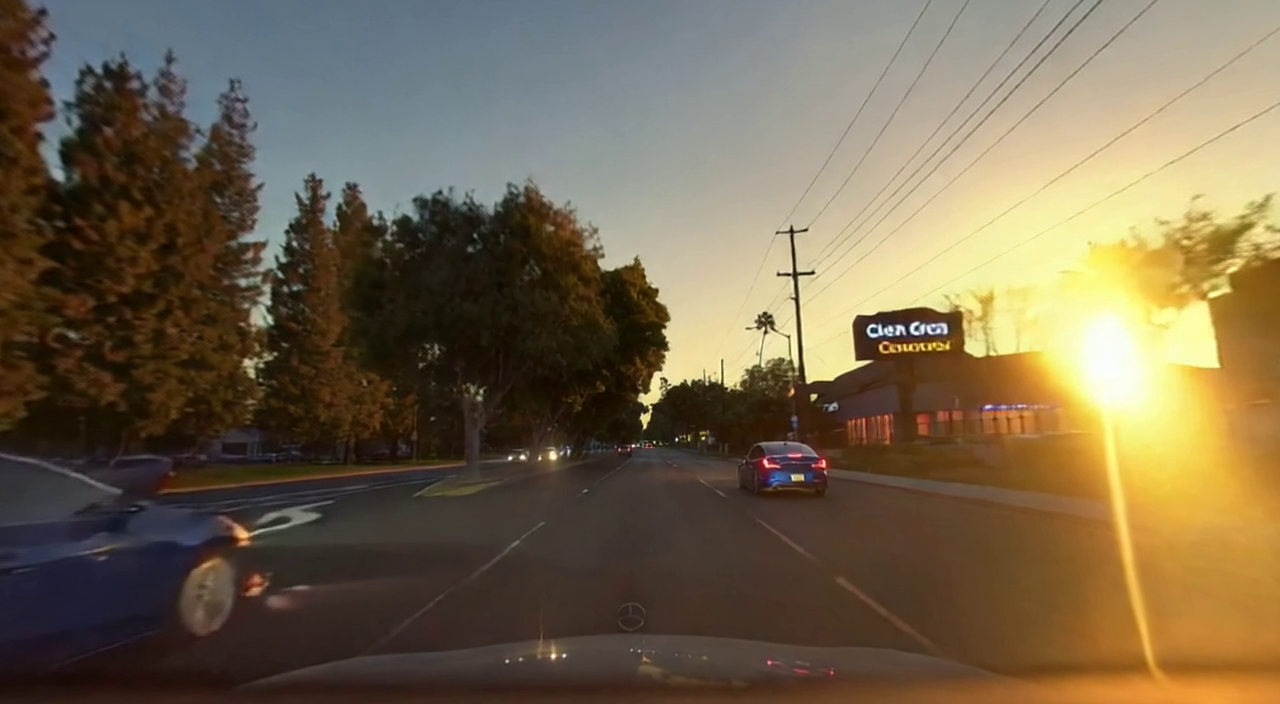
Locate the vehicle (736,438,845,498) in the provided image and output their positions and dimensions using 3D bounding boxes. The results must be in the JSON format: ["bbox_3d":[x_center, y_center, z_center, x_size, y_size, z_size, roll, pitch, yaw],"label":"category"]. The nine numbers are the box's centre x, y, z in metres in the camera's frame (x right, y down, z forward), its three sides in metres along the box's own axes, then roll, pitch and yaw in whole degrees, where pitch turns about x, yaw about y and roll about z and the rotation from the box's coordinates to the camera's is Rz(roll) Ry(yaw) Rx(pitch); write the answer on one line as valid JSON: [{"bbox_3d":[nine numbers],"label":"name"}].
[{"bbox_3d":[4.106,3.215,17.962,1.977,1.474,4.399,0,-9,-1],"label":"vehicle"}]

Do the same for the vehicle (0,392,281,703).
[{"bbox_3d":[-3.624,0.896,2.365,2.001,1.504,4.212,0,-9,1],"label":"vehicle"}]
